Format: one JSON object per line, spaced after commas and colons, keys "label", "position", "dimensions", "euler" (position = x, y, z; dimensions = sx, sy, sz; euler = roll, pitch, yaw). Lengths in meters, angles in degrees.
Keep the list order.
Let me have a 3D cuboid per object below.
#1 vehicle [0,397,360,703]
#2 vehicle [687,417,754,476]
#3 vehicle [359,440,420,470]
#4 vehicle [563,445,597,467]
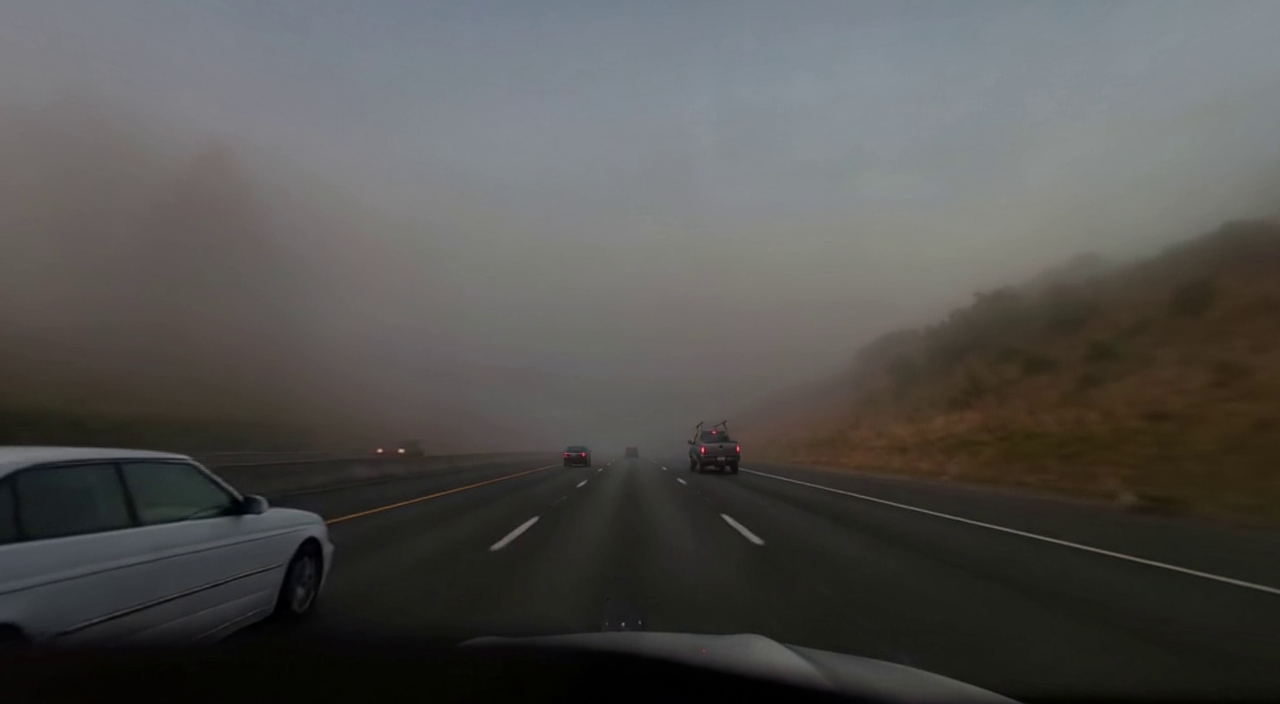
{"label": "vehicle", "position": [-3.394, 1.035, 2.983], "dimensions": [1.939, 1.513, 4.773], "euler": [0, -9, 0]}
{"label": "vehicle", "position": [3.836, 4.702, 31.248], "dimensions": [2.361, 2.636, 5.684], "euler": [0, -9, -1]}
{"label": "vehicle", "position": [-15.459, 6.396, 39.133], "dimensions": [1.931, 1.721, 4.375], "euler": [0, -9, 0]}
{"label": "vehicle", "position": [-4.342, 7.621, 46.131], "dimensions": [2.054, 1.529, 4.368], "euler": [0, -9, 0]}
